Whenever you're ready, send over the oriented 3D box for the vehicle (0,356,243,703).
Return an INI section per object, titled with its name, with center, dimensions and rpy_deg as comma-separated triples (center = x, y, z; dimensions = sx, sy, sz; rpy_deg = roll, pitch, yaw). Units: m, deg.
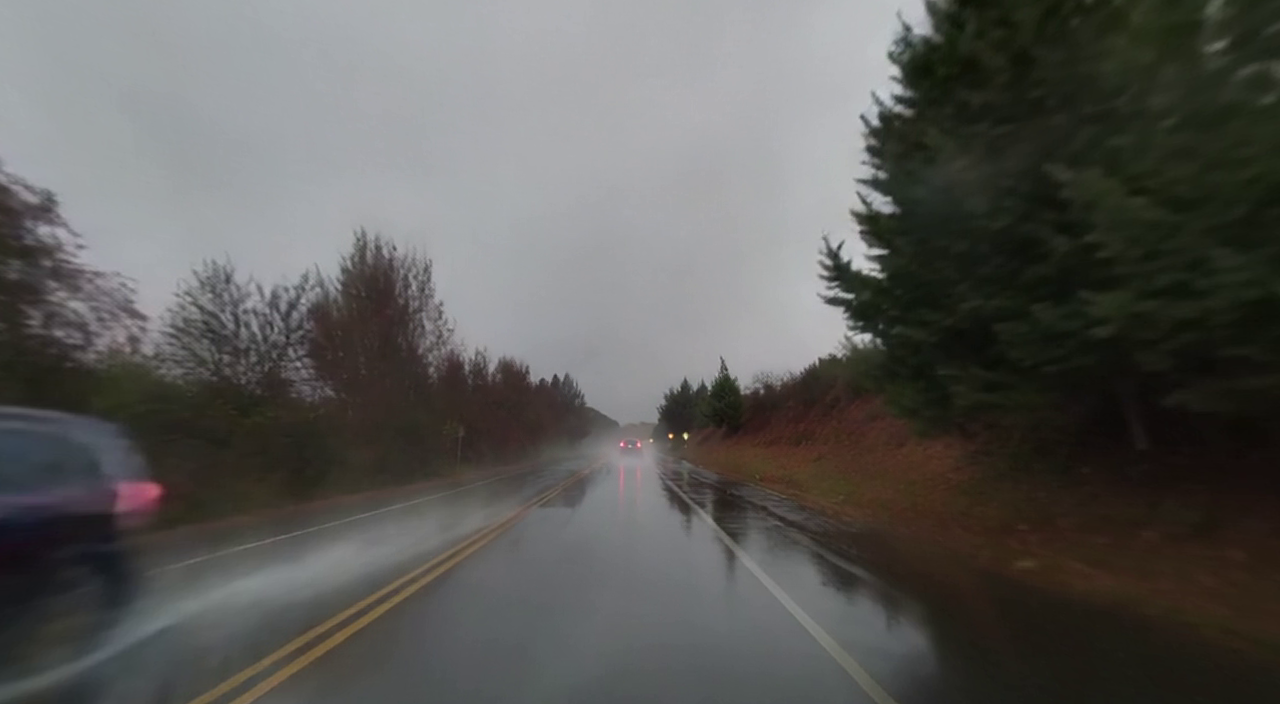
[vehicle]
center = -4.501, 0.878, 2.615
dimensions = 2.695, 1.840, 4.689
rpy_deg = 0, -9, -1
